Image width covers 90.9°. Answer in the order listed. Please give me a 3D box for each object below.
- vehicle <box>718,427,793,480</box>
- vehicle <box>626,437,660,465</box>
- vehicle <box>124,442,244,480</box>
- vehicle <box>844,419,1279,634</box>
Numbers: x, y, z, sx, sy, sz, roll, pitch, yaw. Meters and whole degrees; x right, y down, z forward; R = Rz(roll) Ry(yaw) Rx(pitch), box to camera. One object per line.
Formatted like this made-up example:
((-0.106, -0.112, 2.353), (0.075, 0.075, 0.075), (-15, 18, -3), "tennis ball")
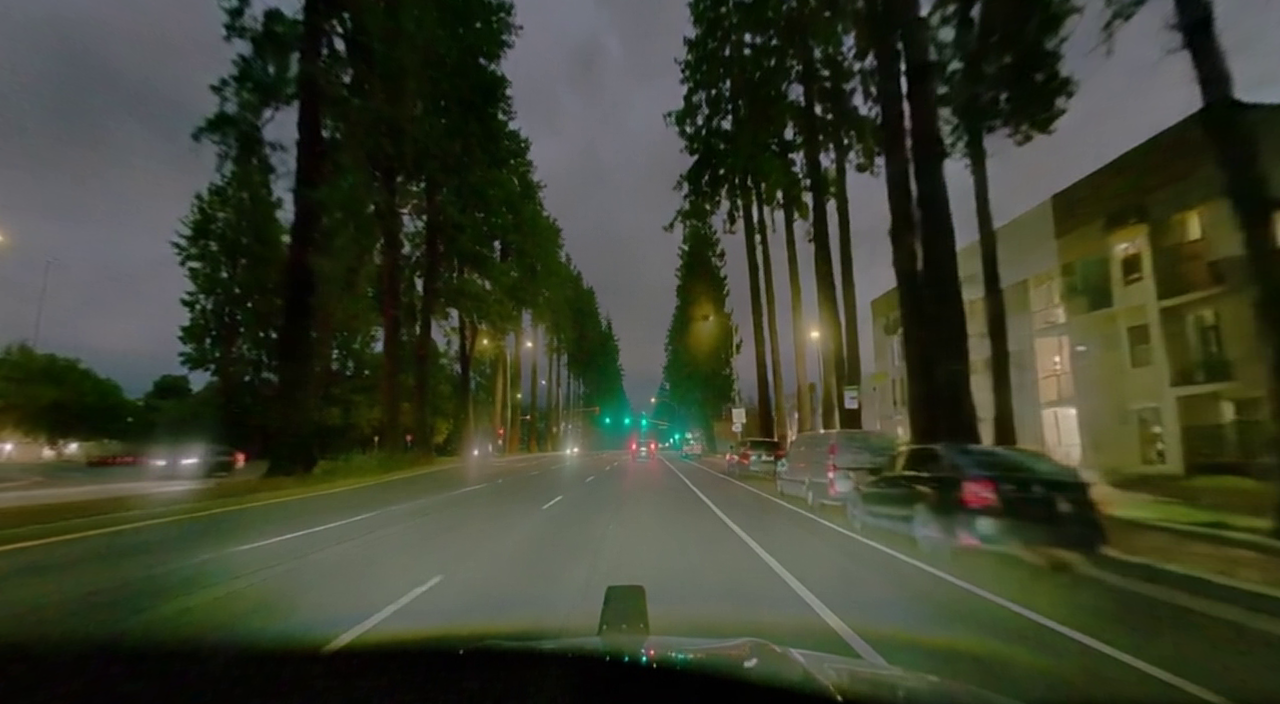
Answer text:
((4.280, 3.855, 24.057), (2.109, 1.838, 4.204), (0, -9, 1), "vehicle")
((0.232, 6.620, 42.171), (2.169, 1.751, 4.276), (0, -8, 1), "vehicle")
((-21.050, 5.025, 29.388), (2.238, 1.645, 4.418), (0, -9, 1), "vehicle")
((4.088, 1.594, 6.951), (2.035, 1.500, 4.912), (0, -8, 0), "vehicle")
